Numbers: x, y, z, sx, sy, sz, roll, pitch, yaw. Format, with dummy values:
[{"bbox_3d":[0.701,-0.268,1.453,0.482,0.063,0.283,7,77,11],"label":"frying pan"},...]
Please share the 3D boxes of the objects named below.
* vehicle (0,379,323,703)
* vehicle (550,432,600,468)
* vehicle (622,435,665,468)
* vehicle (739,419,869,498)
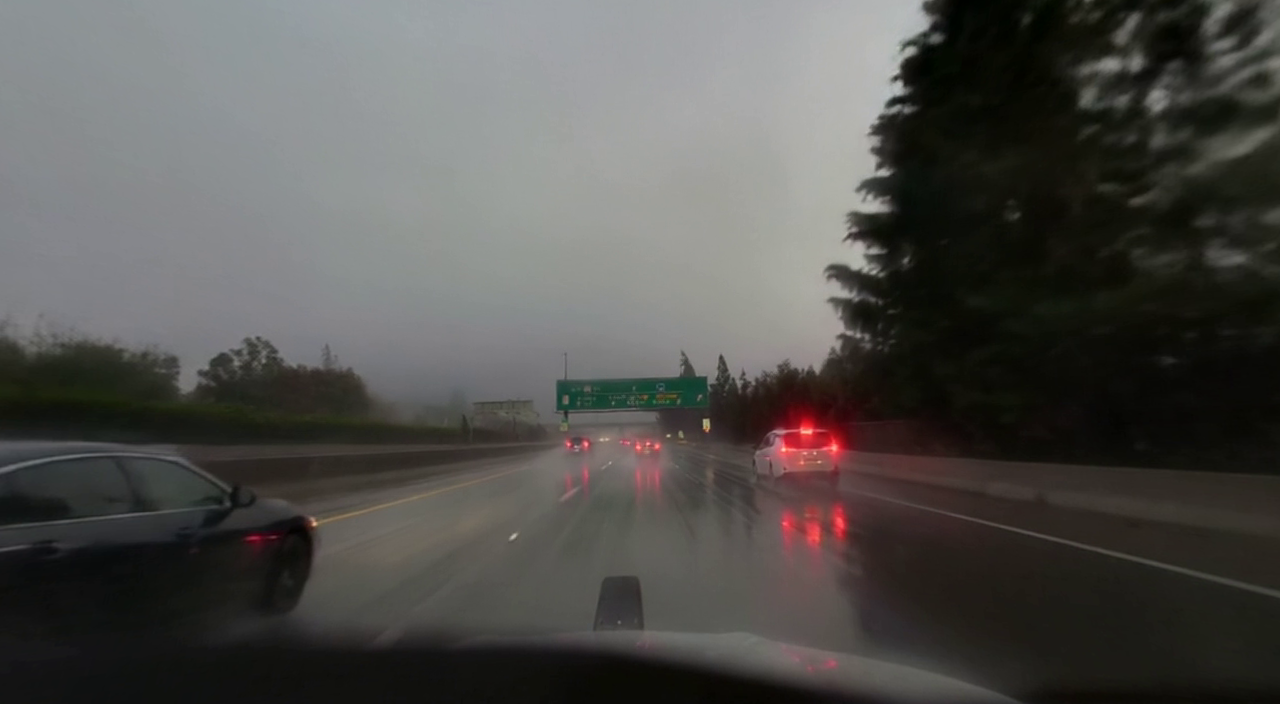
[{"bbox_3d":[-3.487,0.914,2.520,2.066,1.561,4.495,0,-8,0],"label":"vehicle"},{"bbox_3d":[-3.213,4.971,32.038,2.044,1.682,4.201,0,-8,1],"label":"vehicle"},{"bbox_3d":[0.202,5.043,32.010,2.049,1.542,3.816,0,-8,1],"label":"vehicle"},{"bbox_3d":[3.941,2.642,15.927,2.025,1.707,4.279,0,-8,-2],"label":"vehicle"}]
